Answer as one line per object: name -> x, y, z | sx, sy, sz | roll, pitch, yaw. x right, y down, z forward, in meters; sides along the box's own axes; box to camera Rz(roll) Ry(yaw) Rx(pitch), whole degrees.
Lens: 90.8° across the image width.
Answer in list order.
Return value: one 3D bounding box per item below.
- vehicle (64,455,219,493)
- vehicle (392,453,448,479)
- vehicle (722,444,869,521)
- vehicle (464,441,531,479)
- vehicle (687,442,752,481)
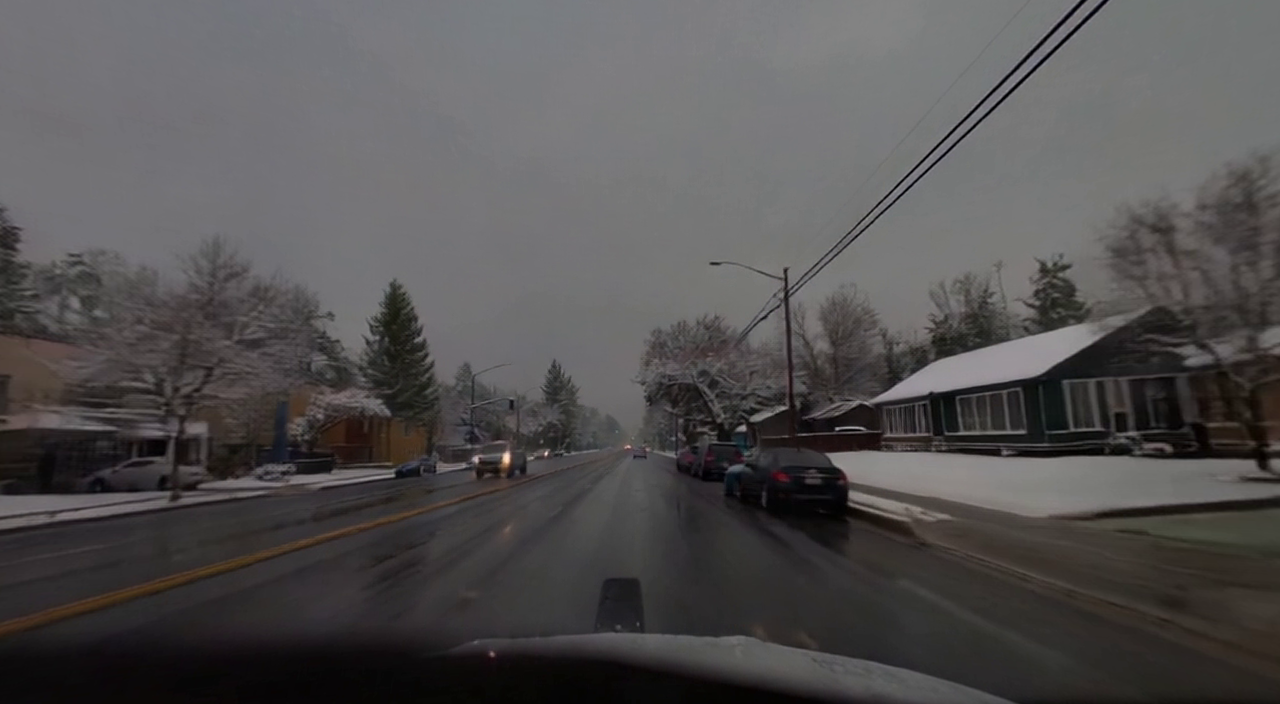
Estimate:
vehicle -> -21.219, 5.187, 27.054 | 4.870, 1.529, 2.004 | 0, -9, 0
vehicle -> -13.977, 7.258, 40.454 | 2.021, 1.513, 4.568 | 0, -9, -1
vehicle -> 3.373, 2.951, 14.946 | 2.158, 1.477, 5.135 | 0, -9, 0
vehicle -> -7.183, 5.497, 32.430 | 2.120, 1.726, 5.445 | 0, -9, 0
vehicle -> 3.414, 4.830, 28.215 | 2.034, 1.551, 5.272 | 0, -9, -2
